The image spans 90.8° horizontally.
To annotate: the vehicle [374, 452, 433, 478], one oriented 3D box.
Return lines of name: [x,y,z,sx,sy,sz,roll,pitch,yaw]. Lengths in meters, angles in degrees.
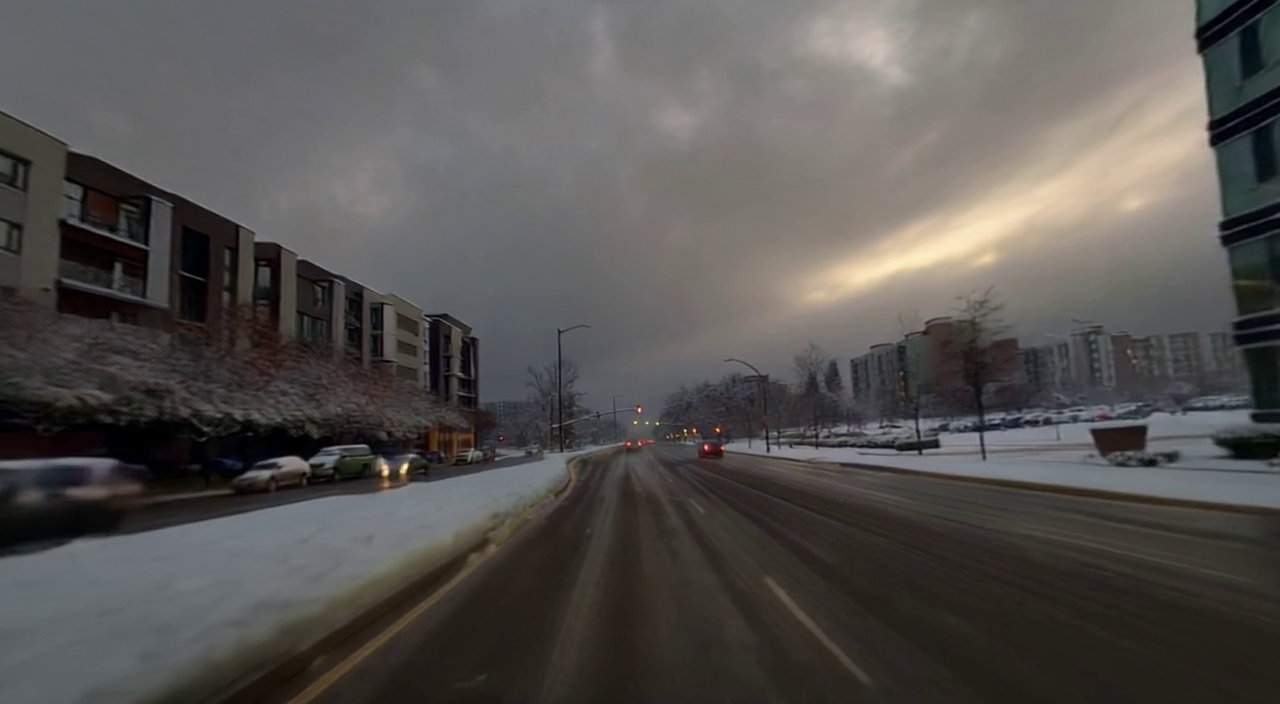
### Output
vehicle: [-15.274,7.300,41.080,1.955,1.516,4.849,0,-9,0]

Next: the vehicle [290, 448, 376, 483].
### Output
vehicle: [-19.430,7.187,40.486,2.373,2.077,6.457,0,-9,-1]

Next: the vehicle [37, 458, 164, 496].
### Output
vehicle: [-29.780,6.883,35.205,2.344,1.784,5.438,-1,-9,-1]

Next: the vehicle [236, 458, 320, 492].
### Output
vehicle: [-19.259,6.538,33.895,1.869,1.606,4.617,0,-9,-2]
